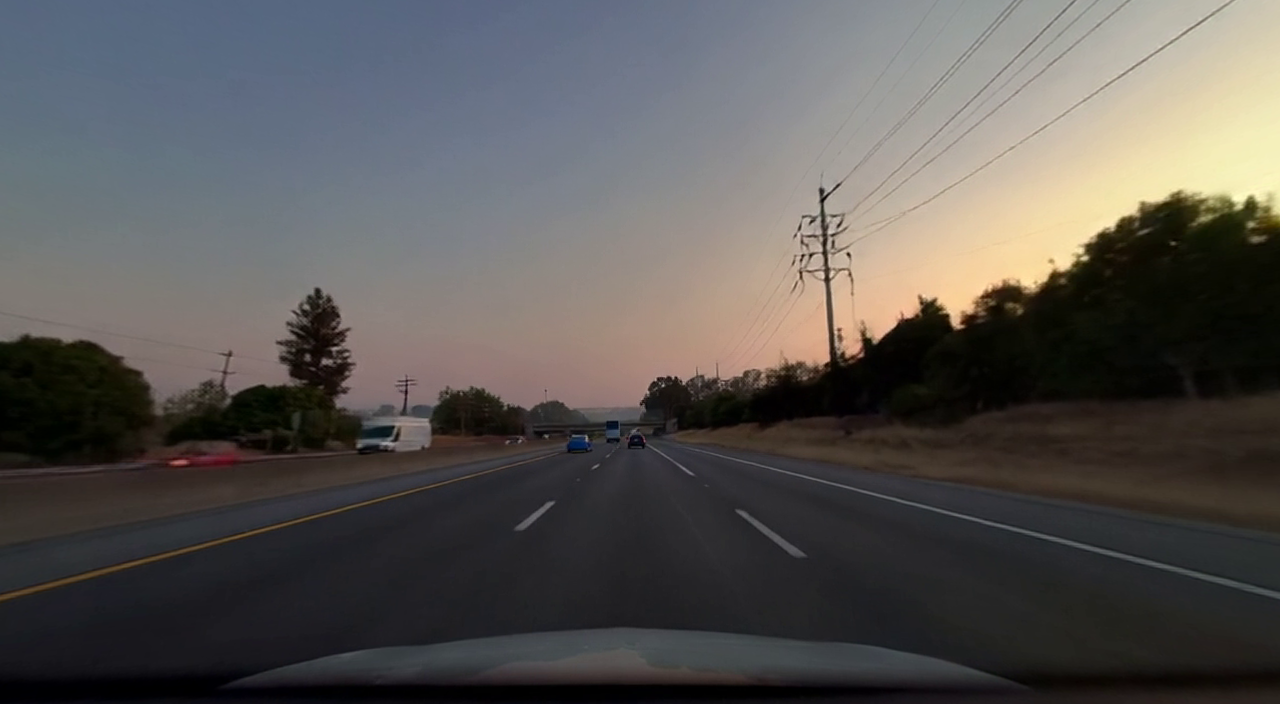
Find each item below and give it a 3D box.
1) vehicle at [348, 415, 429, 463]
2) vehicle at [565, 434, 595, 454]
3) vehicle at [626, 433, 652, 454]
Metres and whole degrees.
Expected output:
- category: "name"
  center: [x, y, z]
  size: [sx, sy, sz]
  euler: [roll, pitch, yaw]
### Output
- category: "vehicle"
  center: [-17.201, 5.985, 43.670]
  size: [2.656, 3.032, 7.159]
  euler: [0, -8, 0]
- category: "vehicle"
  center: [-4.486, 6.923, 47.536]
  size: [1.911, 1.477, 3.807]
  euler: [0, -8, 0]
- category: "vehicle"
  center: [-0.122, 6.917, 47.659]
  size: [1.890, 1.472, 3.716]
  euler: [0, -8, -1]
